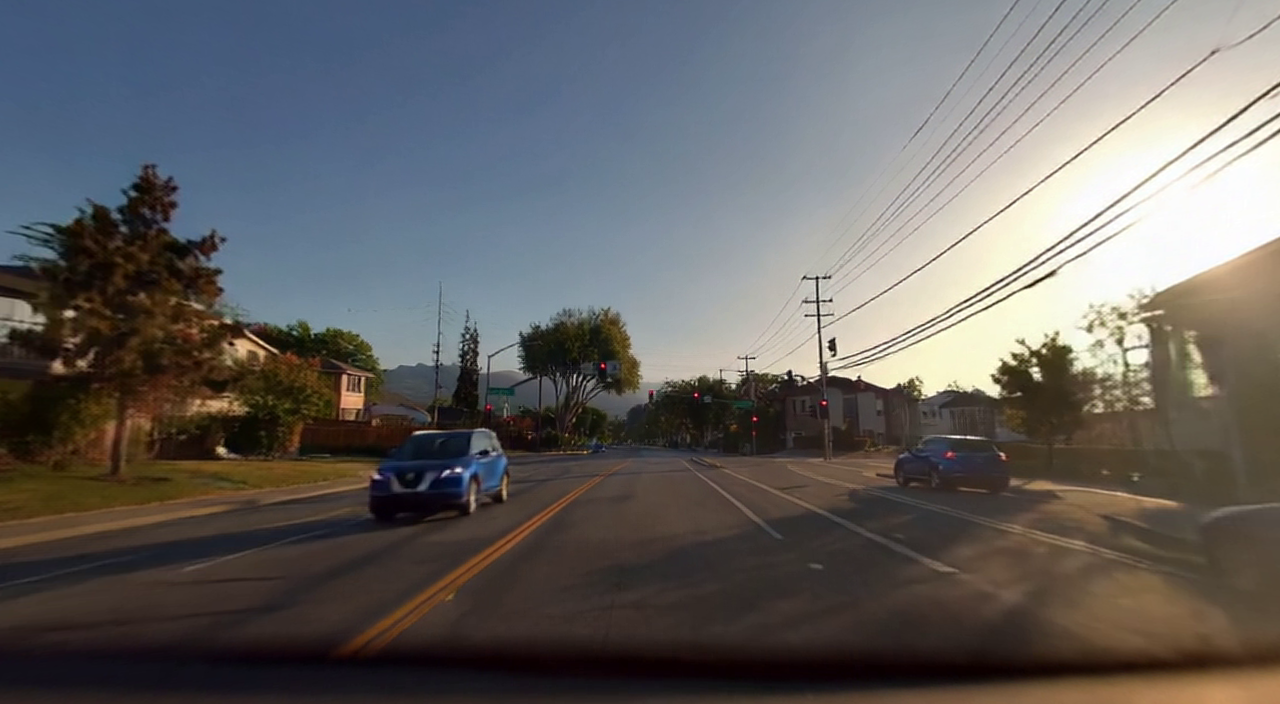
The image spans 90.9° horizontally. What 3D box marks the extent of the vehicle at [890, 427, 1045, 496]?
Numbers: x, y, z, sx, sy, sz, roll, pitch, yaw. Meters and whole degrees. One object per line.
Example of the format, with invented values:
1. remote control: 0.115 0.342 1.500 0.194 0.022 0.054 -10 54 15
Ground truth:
1. vehicle: 9.530 3.232 18.967 2.170 1.771 4.908 0 -8 2

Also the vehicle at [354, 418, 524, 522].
1. vehicle: -3.950 2.419 13.471 2.012 1.778 4.990 0 -8 -1
